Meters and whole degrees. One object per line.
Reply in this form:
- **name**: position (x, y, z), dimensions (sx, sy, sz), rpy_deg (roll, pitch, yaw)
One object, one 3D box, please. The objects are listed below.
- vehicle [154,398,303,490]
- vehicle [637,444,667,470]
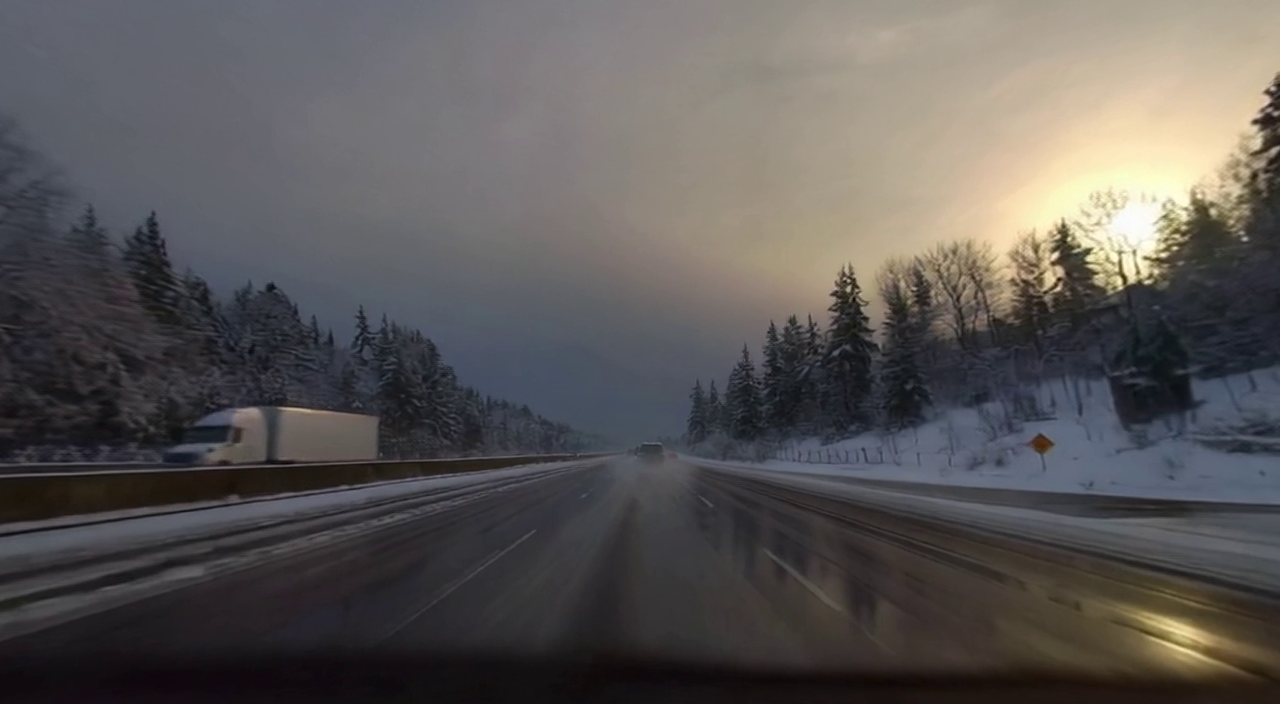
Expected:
- **vehicle**: position (-19.397, 4.378, 30.240), dimensions (2.964, 3.952, 5.786), rpy_deg (0, -8, 1)
- **vehicle**: position (0.926, 8.230, 49.547), dimensions (2.279, 1.934, 4.268), rpy_deg (0, -9, 0)
